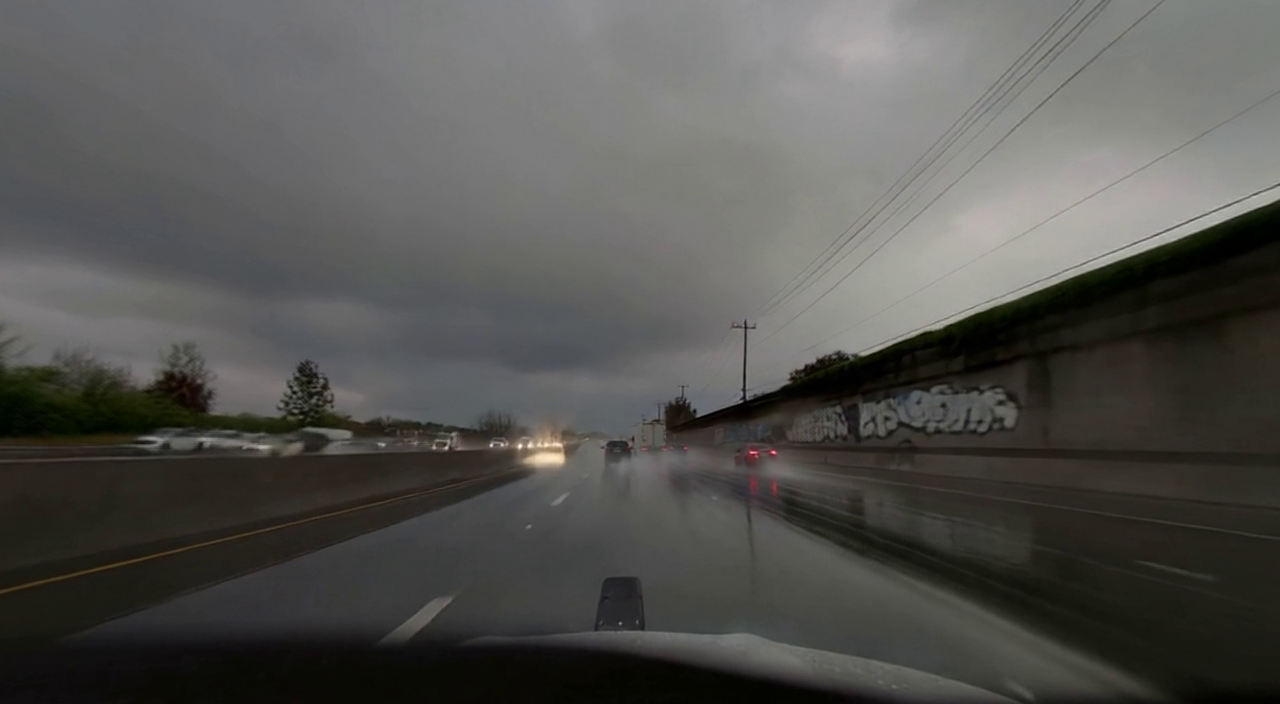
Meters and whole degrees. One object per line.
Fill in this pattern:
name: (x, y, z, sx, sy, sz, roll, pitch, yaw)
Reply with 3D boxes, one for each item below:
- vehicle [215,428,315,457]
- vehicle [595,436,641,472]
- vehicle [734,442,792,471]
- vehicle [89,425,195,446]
vehicle: (-17.641, 4.332, 30.029, 1.950, 1.247, 4.667, 0, -9, -1)
vehicle: (-1.078, 5.140, 31.901, 2.191, 1.685, 3.353, 0, -9, -2)
vehicle: (6.642, 5.684, 34.559, 2.018, 1.451, 4.762, 0, -9, -3)
vehicle: (-30.761, 5.245, 39.236, 4.754, 1.232, 2.178, 4, -10, -26)
